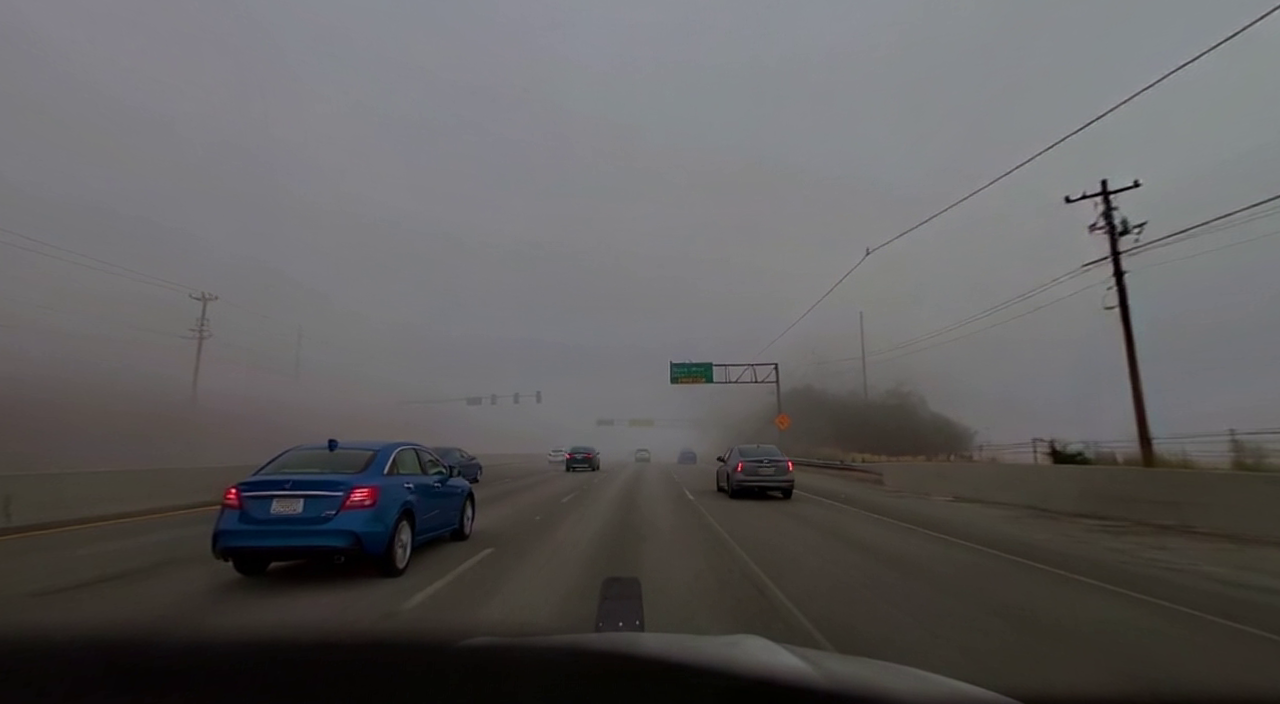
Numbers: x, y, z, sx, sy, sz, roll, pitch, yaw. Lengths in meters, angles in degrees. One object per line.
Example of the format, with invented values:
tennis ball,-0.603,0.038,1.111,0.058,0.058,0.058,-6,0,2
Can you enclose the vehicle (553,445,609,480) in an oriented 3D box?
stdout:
vehicle,-2.717,5.184,29.997,2.066,1.488,4.377,0,-8,2

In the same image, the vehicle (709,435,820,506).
vehicle,3.222,3.167,17.348,2.100,1.659,4.387,0,-8,-1

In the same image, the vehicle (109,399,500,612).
vehicle,-3.199,1.559,7.339,2.104,1.707,4.338,0,-8,1

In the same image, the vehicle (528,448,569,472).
vehicle,-6.078,7.229,42.467,1.877,1.474,4.475,0,-8,2
